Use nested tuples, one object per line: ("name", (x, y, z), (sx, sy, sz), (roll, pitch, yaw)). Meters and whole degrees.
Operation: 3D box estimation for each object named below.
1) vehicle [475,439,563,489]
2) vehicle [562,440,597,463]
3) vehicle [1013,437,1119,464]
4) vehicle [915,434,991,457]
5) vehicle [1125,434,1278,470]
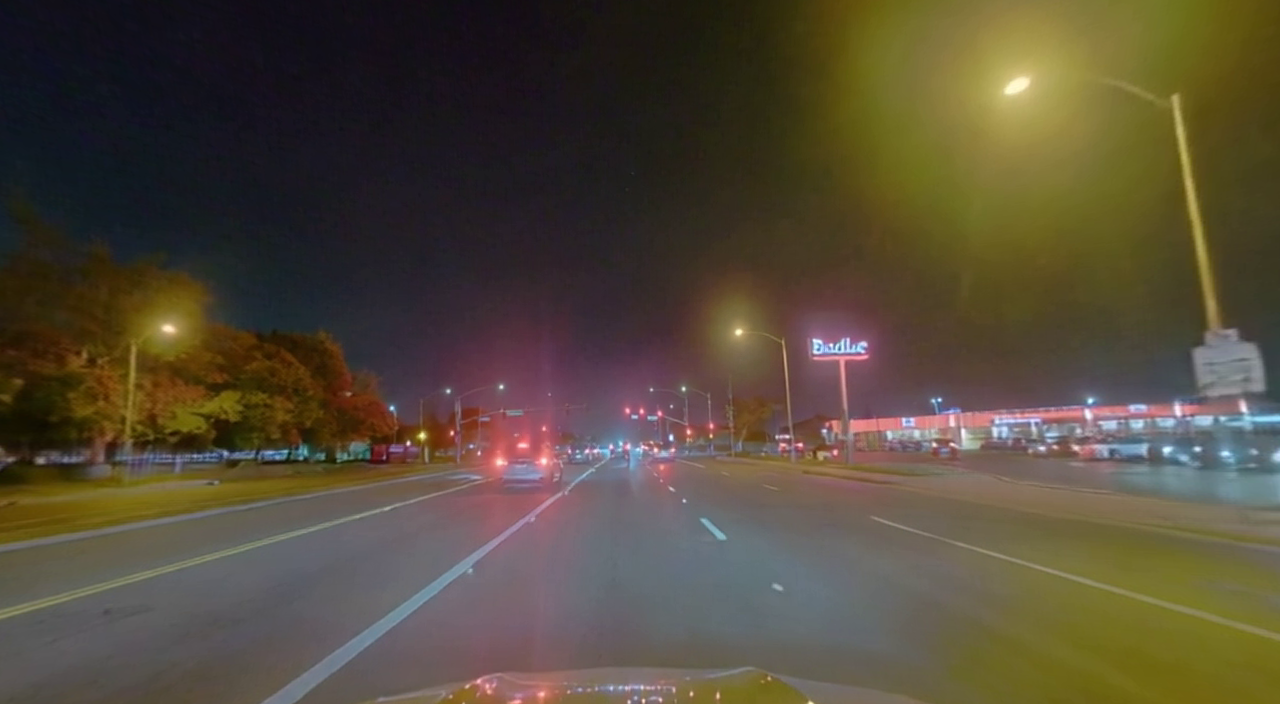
("vehicle", (-3.963, 3.753, 21.526), (2.097, 1.497, 4.571), (0, -9, 0))
("vehicle", (-4.383, 7.263, 46.216), (2.143, 1.643, 4.336), (0, -9, 0))
("vehicle", (24.998, 5.815, 37.320), (4.799, 1.497, 1.952), (-4, -9, 22))
("vehicle", (23.336, 7.006, 47.321), (4.824, 1.693, 1.984), (-3, -9, 20))
("vehicle", (24.776, 4.435, 28.125), (4.554, 1.470, 2.020), (-4, -9, 24))
